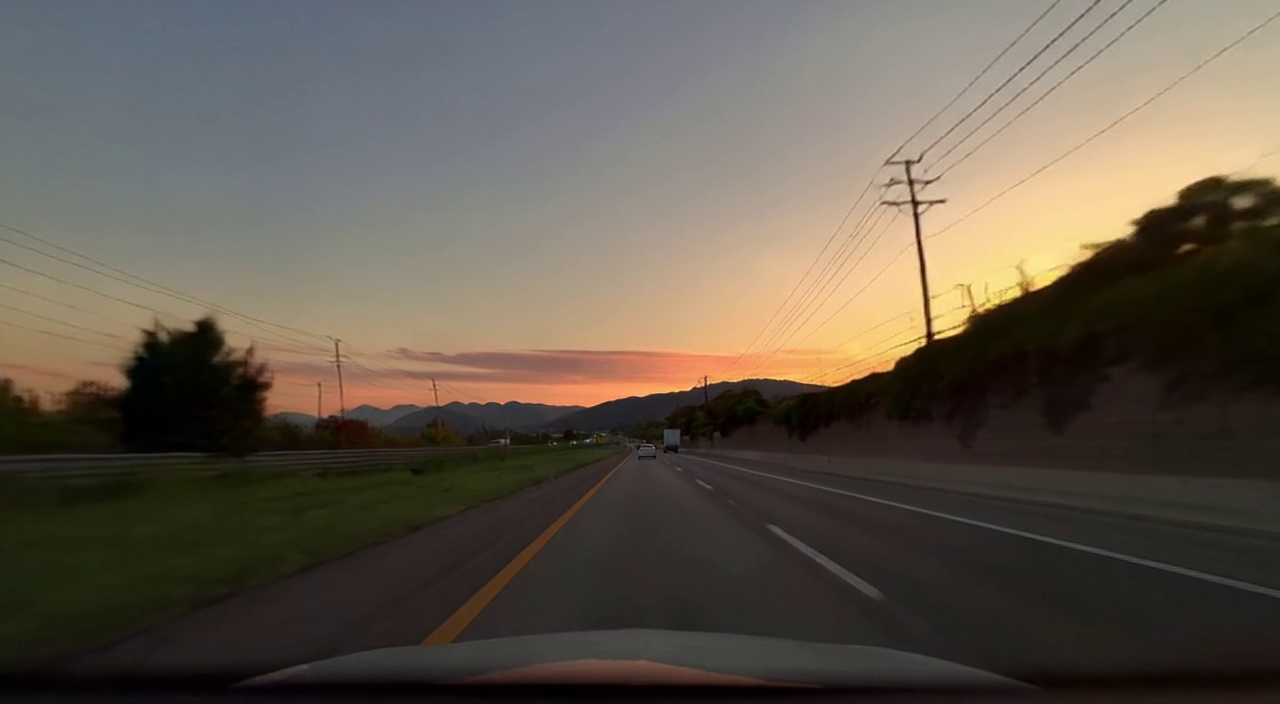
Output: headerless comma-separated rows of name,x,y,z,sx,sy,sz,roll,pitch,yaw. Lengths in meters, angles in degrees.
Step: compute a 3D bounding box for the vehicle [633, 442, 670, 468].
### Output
vehicle,0.741,6.515,40.120,2.192,1.556,4.132,-1,-8,1
